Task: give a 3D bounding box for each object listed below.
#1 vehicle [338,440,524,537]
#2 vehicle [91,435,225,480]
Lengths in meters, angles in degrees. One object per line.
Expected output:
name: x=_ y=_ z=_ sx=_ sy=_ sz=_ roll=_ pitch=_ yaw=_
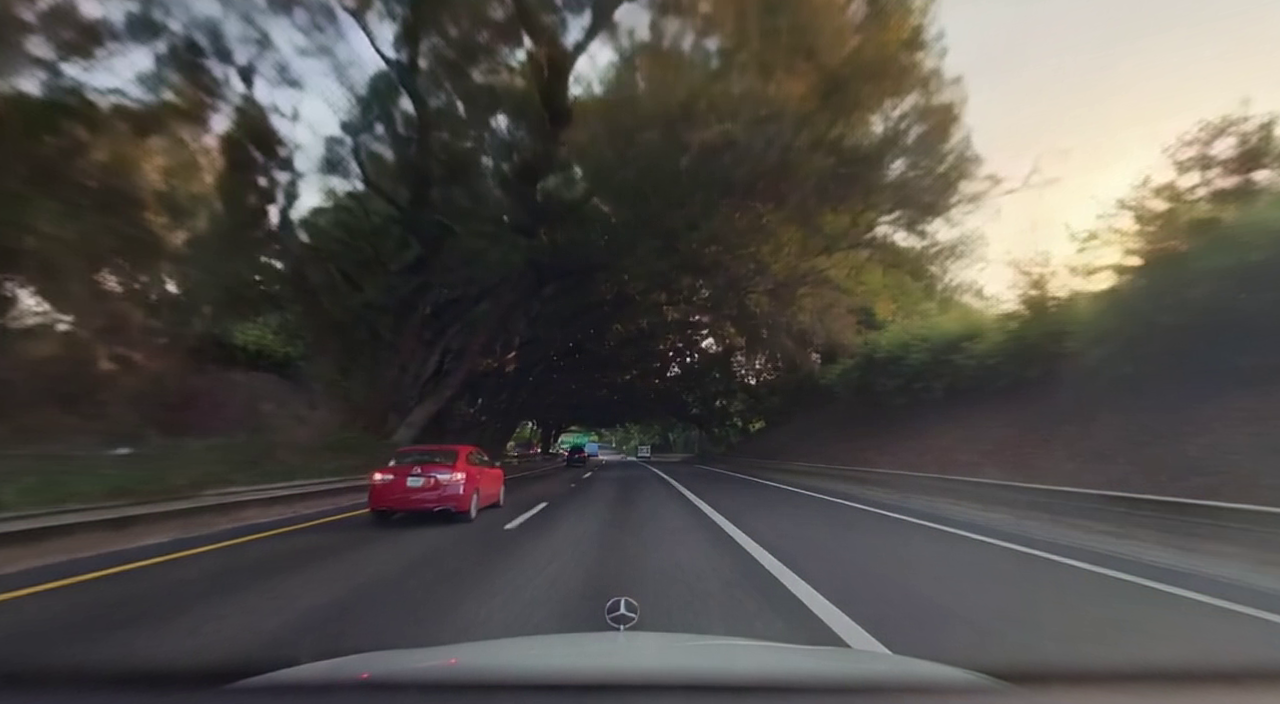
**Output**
vehicle: x=-3.751 y=2.524 z=12.465 sx=1.957 sy=1.499 sz=4.965 roll=0 pitch=-9 yaw=0
vehicle: x=-16.644 y=3.644 z=22.041 sx=1.714 sy=1.423 sz=3.725 roll=0 pitch=-9 yaw=0
